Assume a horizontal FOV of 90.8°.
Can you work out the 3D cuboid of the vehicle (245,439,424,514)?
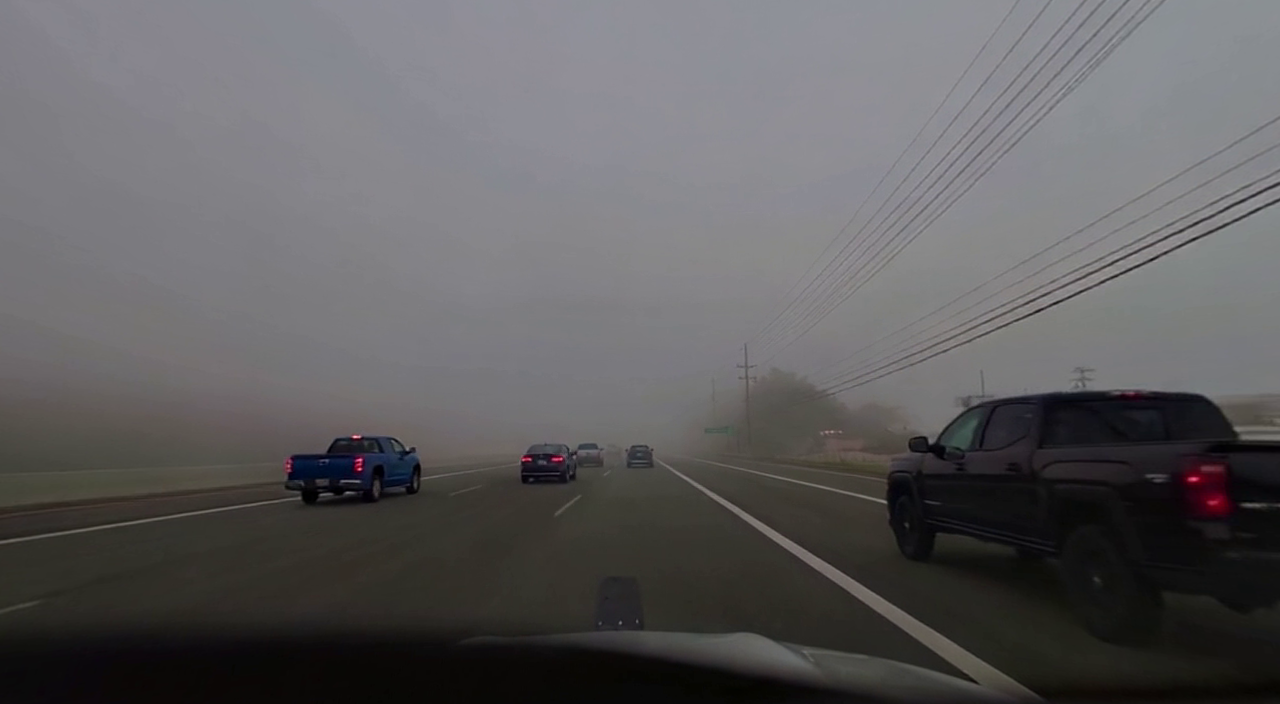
[{"bbox_3d":[-7.019,2.886,15.216,1.959,1.496,4.740,0,-9,0],"label":"vehicle"}]

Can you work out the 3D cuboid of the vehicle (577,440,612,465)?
[{"bbox_3d":[-3.370,7.533,47.361,2.244,1.752,4.439,0,-9,0],"label":"vehicle"}]

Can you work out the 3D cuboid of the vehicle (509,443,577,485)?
[{"bbox_3d":[-3.629,4.278,24.432,1.938,1.444,4.206,0,-9,0],"label":"vehicle"}]

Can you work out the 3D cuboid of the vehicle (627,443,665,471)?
[{"bbox_3d":[0.346,5.954,35.894,2.030,1.471,4.115,0,-9,0],"label":"vehicle"}]

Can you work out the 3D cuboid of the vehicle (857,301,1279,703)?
[{"bbox_3d":[3.927,1.089,5.349,2.231,1.919,5.086,0,-9,-2],"label":"vehicle"}]
